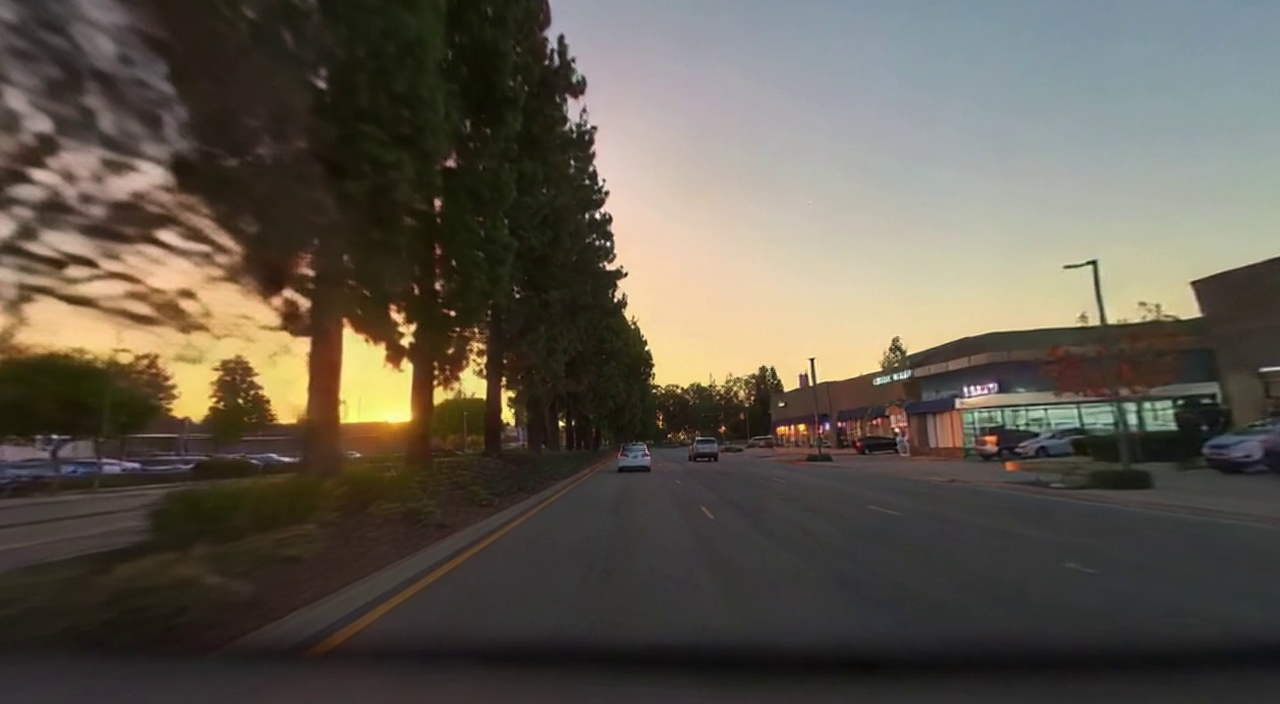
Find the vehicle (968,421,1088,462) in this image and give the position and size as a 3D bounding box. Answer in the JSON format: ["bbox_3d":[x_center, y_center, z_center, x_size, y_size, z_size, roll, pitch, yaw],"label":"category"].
[{"bbox_3d":[20.646,4.826,34.090,2.356,2.005,6.308,0,-8,-1],"label":"vehicle"}]

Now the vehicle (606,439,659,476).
[{"bbox_3d":[-0.281,4.531,27.467,2.126,1.475,3.967,0,-8,0],"label":"vehicle"}]

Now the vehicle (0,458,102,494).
[{"bbox_3d":[-29.842,6.117,31.287,4.360,1.606,1.978,1,-8,-5],"label":"vehicle"}]

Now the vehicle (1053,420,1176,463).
[{"bbox_3d":[23.961,4.570,32.263,2.126,1.971,5.619,-1,-9,3],"label":"vehicle"}]

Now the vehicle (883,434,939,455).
[{"bbox_3d":[21.134,7.244,49.483,2.136,1.603,4.534,0,-8,-4],"label":"vehicle"}]

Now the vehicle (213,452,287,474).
[{"bbox_3d":[-30.396,8.675,49.288,4.486,1.610,2.020,-1,-8,3],"label":"vehicle"}]

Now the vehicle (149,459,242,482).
[{"bbox_3d":[-30.668,8.171,43.686,4.820,1.477,2.105,0,-8,-1],"label":"vehicle"}]
